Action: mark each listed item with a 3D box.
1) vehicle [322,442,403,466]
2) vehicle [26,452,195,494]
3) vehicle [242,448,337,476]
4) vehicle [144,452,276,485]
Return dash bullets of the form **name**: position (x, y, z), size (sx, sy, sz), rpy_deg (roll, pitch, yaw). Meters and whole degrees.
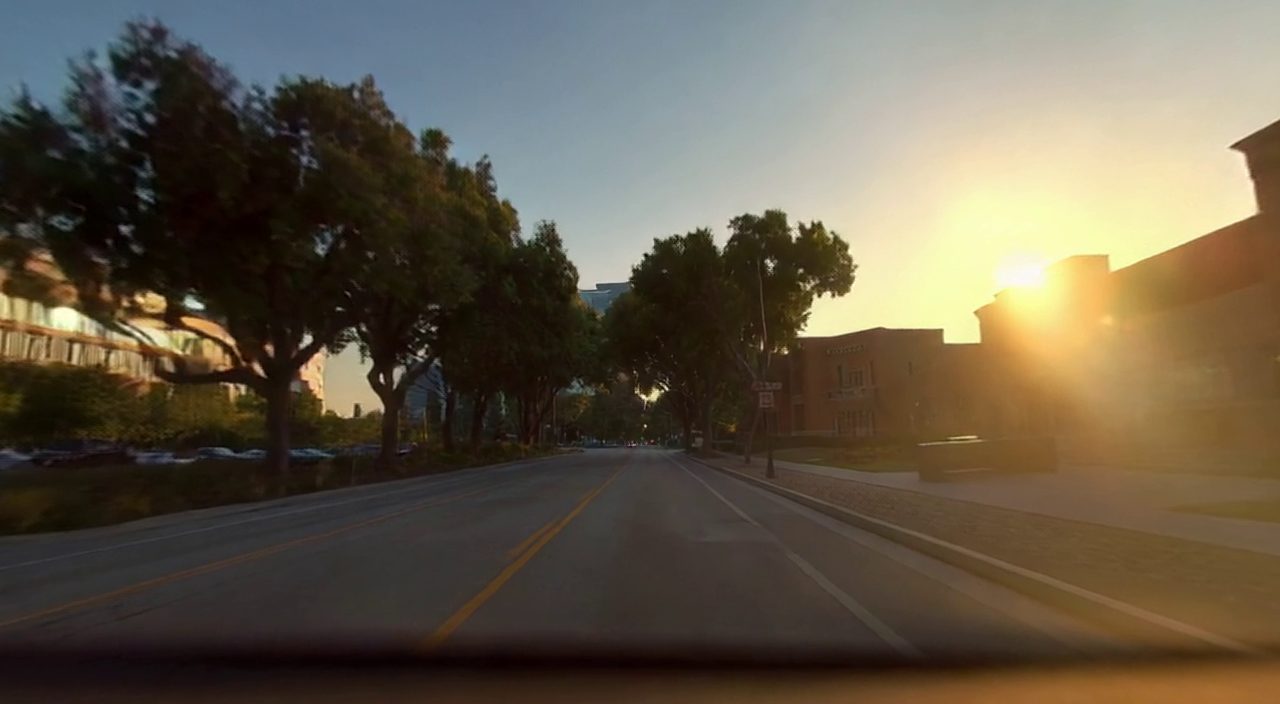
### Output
- **vehicle**: position (-18.836, 6.935, 42.905), size (4.606, 1.544, 1.965), rpy_deg (0, -8, 0)
- **vehicle**: position (-19.812, 4.538, 23.760), size (4.503, 1.462, 1.993), rpy_deg (0, -8, -1)
- **vehicle**: position (-19.116, 5.991, 34.501), size (4.005, 1.433, 1.953), rpy_deg (0, -8, 0)
- **vehicle**: position (-19.535, 5.278, 28.775), size (4.567, 1.402, 1.910), rpy_deg (0, -8, 0)
